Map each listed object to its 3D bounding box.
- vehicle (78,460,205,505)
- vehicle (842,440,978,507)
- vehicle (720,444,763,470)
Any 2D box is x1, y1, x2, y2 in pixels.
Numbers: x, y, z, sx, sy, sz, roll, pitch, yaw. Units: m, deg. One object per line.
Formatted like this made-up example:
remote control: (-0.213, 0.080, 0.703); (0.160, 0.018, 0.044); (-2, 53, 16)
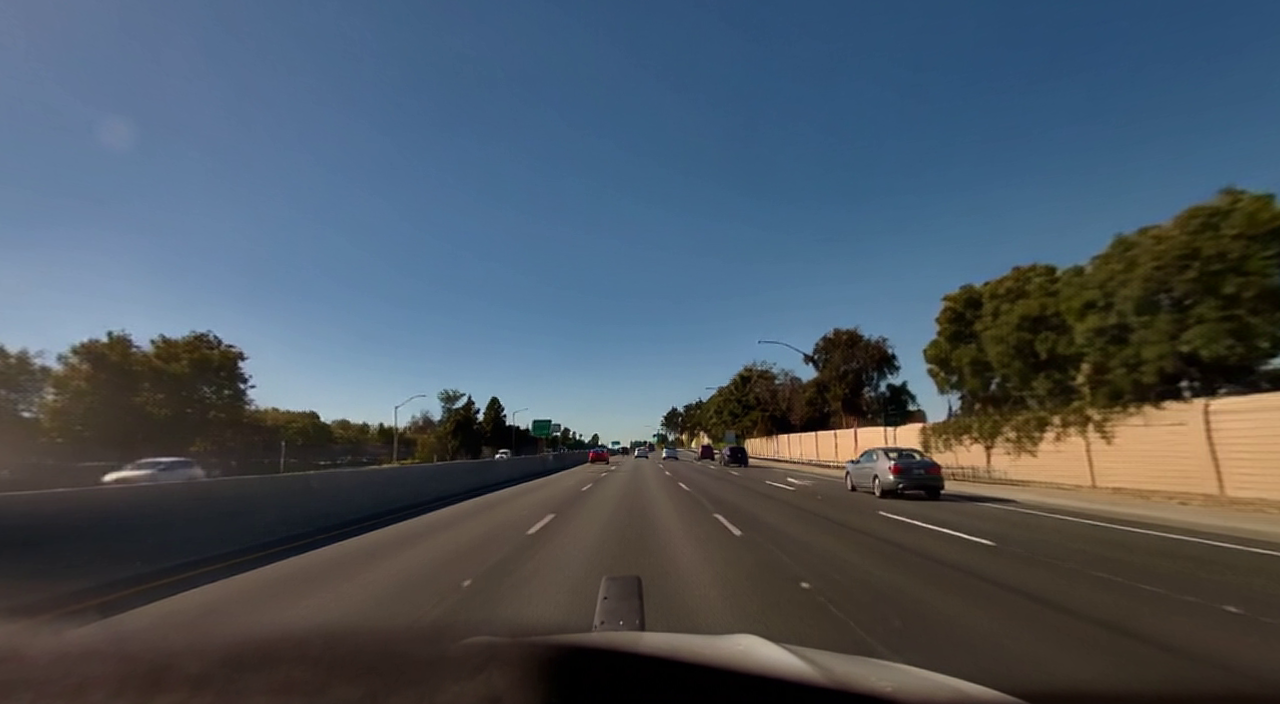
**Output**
vehicle: (-19.716, 5.159, 25.257); (1.797, 1.528, 3.941); (0, -8, 1)
vehicle: (6.806, 3.061, 16.386); (1.838, 1.518, 3.713); (0, -8, -1)
vehicle: (6.576, 6.849, 41.493); (1.987, 1.597, 4.463); (0, -8, -2)
